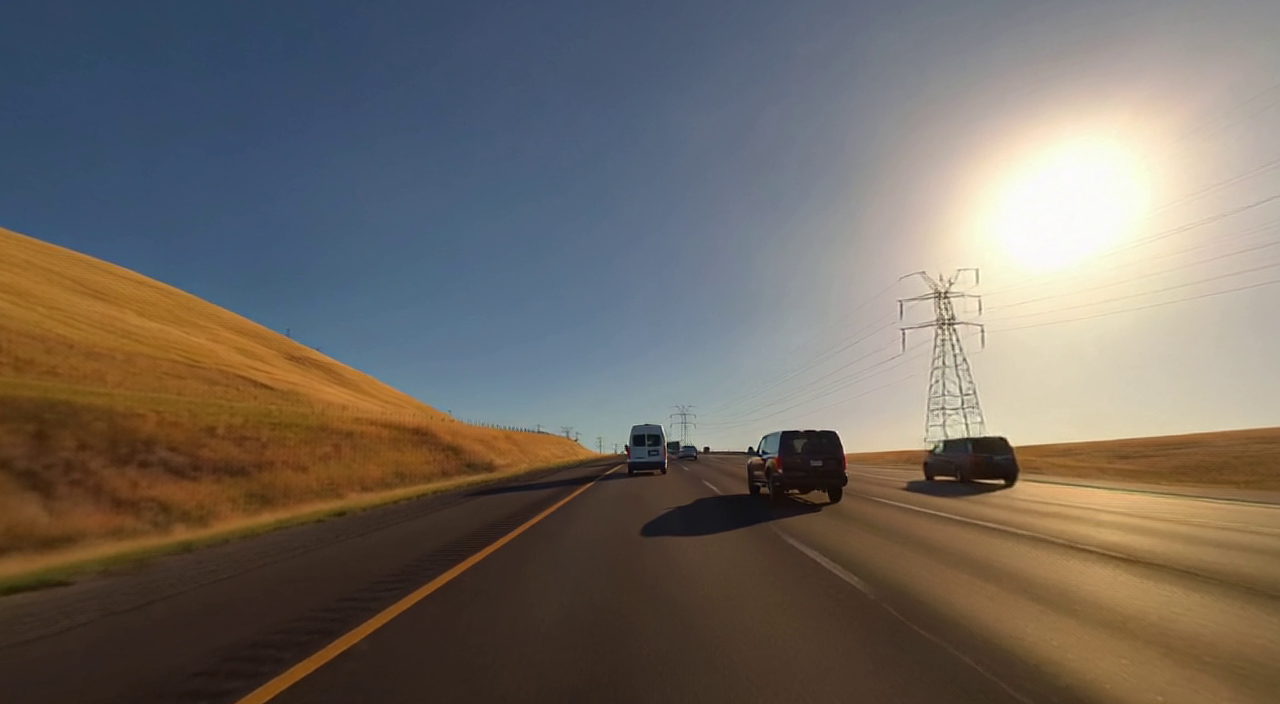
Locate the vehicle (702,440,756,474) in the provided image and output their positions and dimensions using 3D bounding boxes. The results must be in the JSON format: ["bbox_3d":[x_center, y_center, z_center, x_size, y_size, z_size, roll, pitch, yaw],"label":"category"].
[{"bbox_3d":[4.099,4.919,29.834,1.938,1.466,4.356,0,-8,0],"label":"vehicle"}]

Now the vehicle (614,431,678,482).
[{"bbox_3d":[0.259,4.029,24.628,2.268,1.772,4.523,0,-8,1],"label":"vehicle"}]

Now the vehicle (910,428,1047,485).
[{"bbox_3d":[11.091,3.453,21.157,2.087,1.681,4.589,0,-8,1],"label":"vehicle"}]

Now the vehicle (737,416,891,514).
[{"bbox_3d":[3.617,2.450,14.111,2.139,1.821,4.480,0,-8,0],"label":"vehicle"}]
